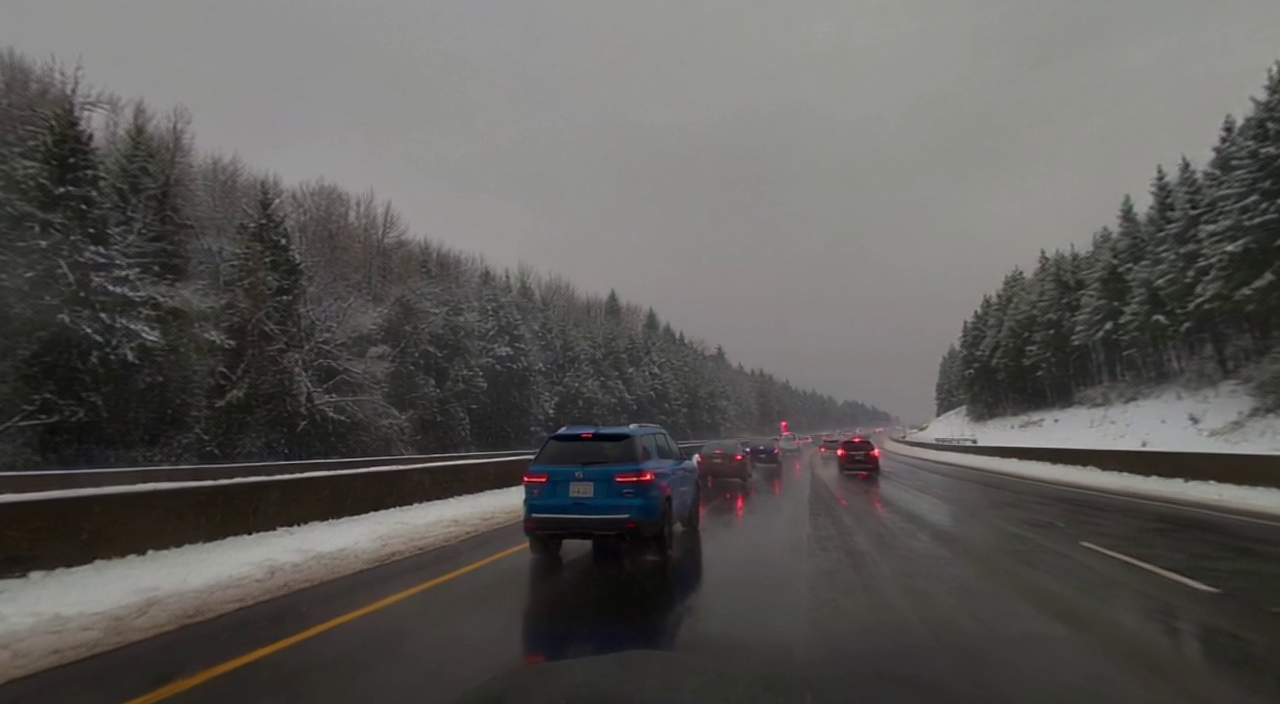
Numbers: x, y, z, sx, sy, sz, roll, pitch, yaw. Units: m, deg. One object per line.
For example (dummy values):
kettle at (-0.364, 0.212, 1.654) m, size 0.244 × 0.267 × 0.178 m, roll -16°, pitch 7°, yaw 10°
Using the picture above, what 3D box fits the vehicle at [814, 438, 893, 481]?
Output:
vehicle at (7.870, 3.969, 23.666) m, size 1.962 × 1.442 × 4.536 m, roll -1°, pitch -8°, yaw 8°

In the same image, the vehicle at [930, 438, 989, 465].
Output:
vehicle at (18.879, 5.904, 37.404) m, size 1.990 × 1.478 × 4.475 m, roll -2°, pitch -8°, yaw 13°

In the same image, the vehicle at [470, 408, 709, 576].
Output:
vehicle at (-0.340, 1.700, 8.457) m, size 2.021 × 1.635 × 4.085 m, roll -2°, pitch -8°, yaw 13°

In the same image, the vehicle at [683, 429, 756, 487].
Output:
vehicle at (2.621, 3.357, 20.150) m, size 2.017 × 1.662 × 3.543 m, roll -2°, pitch -8°, yaw 11°

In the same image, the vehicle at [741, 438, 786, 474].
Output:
vehicle at (5.436, 4.547, 27.680) m, size 1.755 × 1.457 × 3.686 m, roll -2°, pitch -8°, yaw 11°
